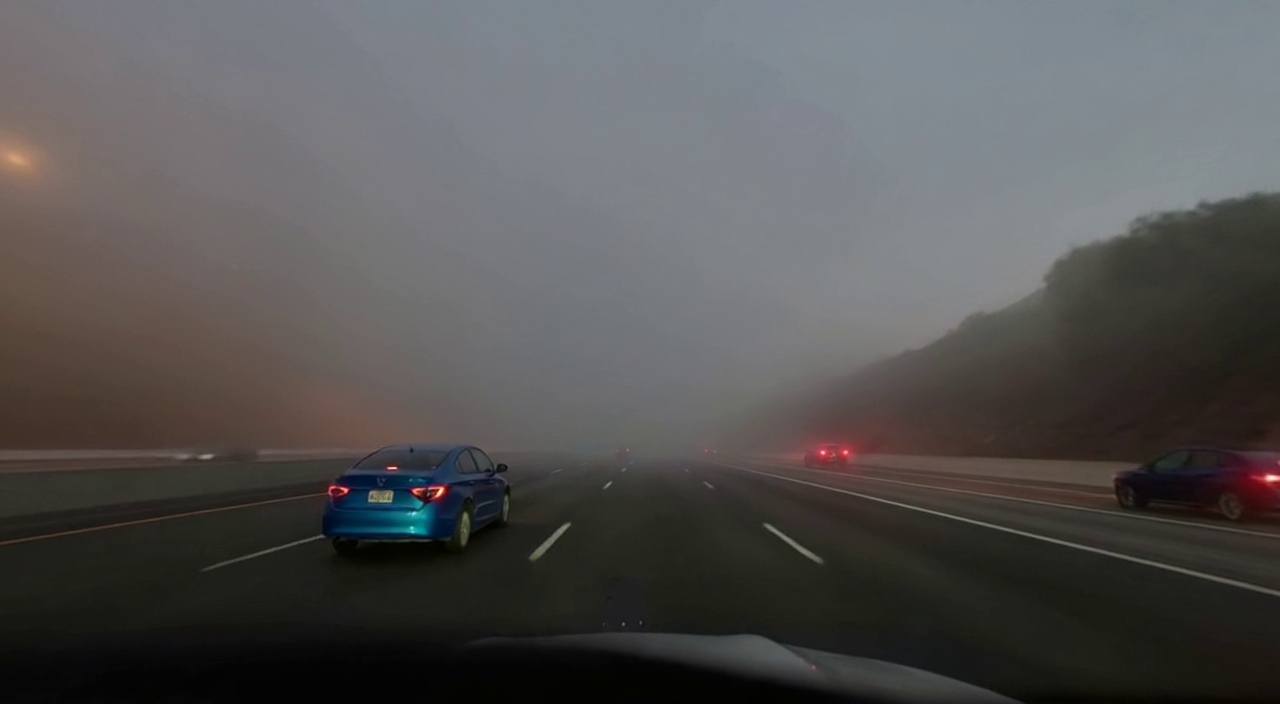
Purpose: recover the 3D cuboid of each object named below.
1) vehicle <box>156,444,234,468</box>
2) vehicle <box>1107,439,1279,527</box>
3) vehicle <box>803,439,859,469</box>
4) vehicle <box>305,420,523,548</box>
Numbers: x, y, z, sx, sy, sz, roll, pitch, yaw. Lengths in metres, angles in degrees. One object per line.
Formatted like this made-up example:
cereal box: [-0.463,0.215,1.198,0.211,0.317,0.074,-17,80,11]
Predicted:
vehicle: [-28.908,6.727,40.963,1.758,1.465,4.487,0,-8,1]
vehicle: [11.561,2.382,11.807,1.982,1.443,4.635,0,-9,0]
vehicle: [11.849,6.356,39.211,2.062,1.736,4.589,0,-8,0]
vehicle: [-3.257,1.977,10.008,1.967,1.615,3.886,0,-8,1]
